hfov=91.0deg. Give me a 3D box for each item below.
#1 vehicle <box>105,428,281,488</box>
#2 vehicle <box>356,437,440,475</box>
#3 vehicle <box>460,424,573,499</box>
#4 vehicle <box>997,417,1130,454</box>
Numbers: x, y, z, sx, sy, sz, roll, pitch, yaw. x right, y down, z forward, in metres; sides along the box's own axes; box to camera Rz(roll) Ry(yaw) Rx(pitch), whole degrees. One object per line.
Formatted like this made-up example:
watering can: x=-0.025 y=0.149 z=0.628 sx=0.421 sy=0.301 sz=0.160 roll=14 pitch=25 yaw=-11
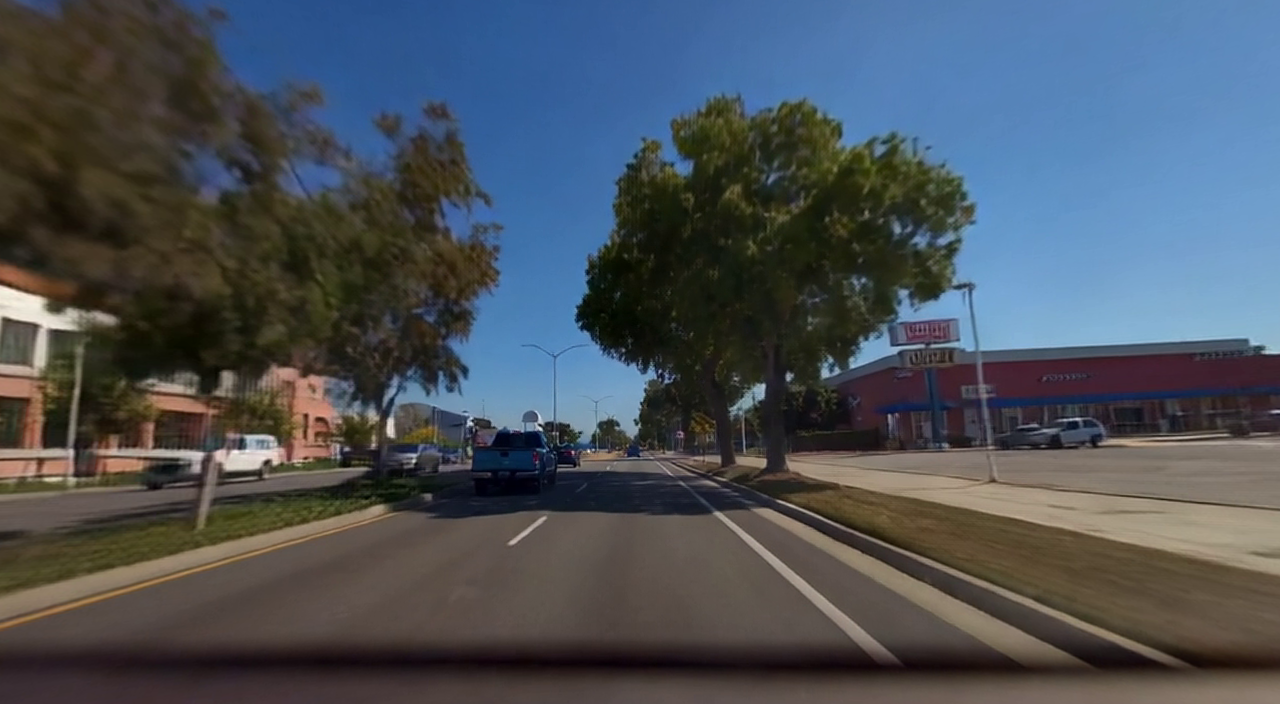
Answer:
vehicle: x=-16.448 y=3.924 z=23.720 sx=2.226 sy=1.947 sz=5.670 roll=-1 pitch=-8 yaw=4
vehicle: x=-11.457 y=4.948 z=30.199 sx=1.988 sy=1.687 sz=5.001 roll=0 pitch=-8 yaw=0
vehicle: x=-3.262 y=3.036 z=17.866 sx=2.065 sy=1.790 sz=5.417 roll=0 pitch=-8 yaw=1
vehicle: x=26.055 y=5.184 z=38.886 sx=6.324 sy=1.986 sz=2.478 roll=-2 pitch=-9 yaw=0
